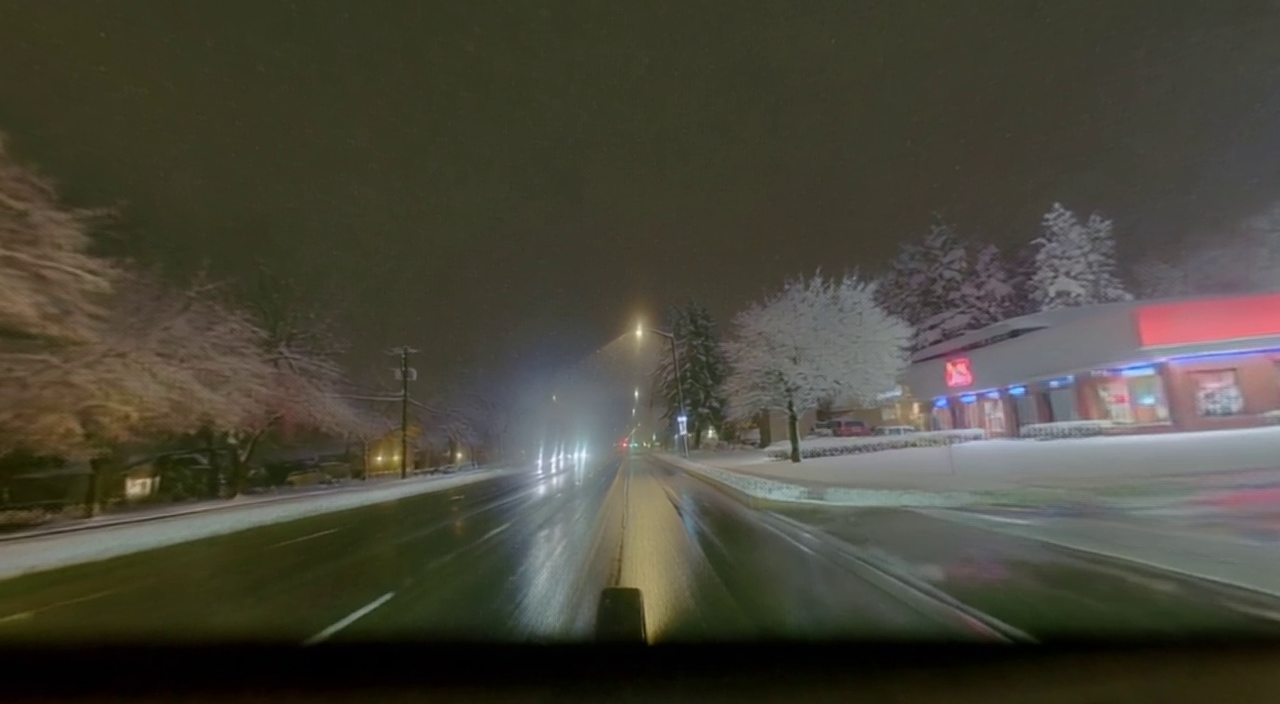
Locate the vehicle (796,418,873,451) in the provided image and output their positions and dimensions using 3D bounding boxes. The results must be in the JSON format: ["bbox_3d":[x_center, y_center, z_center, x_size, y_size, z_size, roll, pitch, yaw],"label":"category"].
[{"bbox_3d":[12.620,5.437,41.425,1.939,1.753,4.974,3,-13,-23],"label":"vehicle"}]
